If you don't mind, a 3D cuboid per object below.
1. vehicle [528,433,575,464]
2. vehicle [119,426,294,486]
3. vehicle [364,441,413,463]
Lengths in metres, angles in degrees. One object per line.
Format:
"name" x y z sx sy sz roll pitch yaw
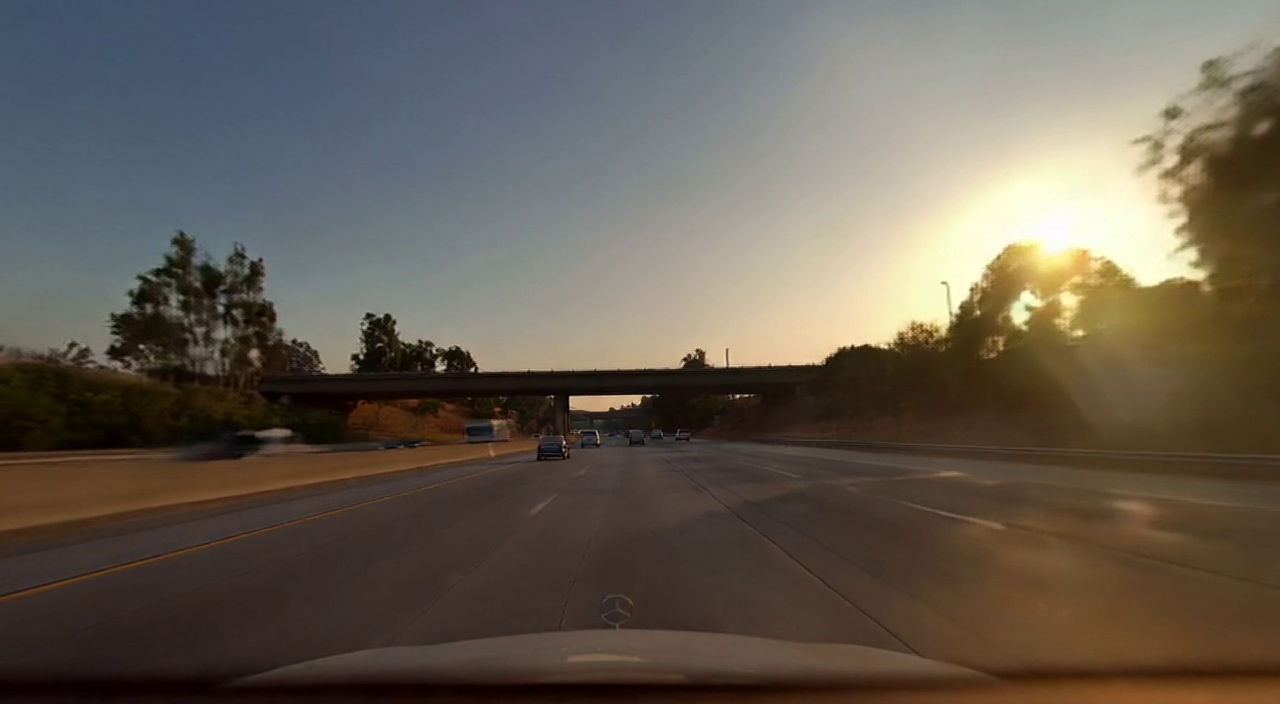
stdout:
"vehicle" -4.478 4.947 32.405 1.933 1.473 4.023 0 -8 -1
"vehicle" -12.968 3.118 19.347 1.994 1.594 4.817 0 -8 -1
"vehicle" -17.788 7.074 44.768 1.752 1.452 4.406 0 -8 -1
